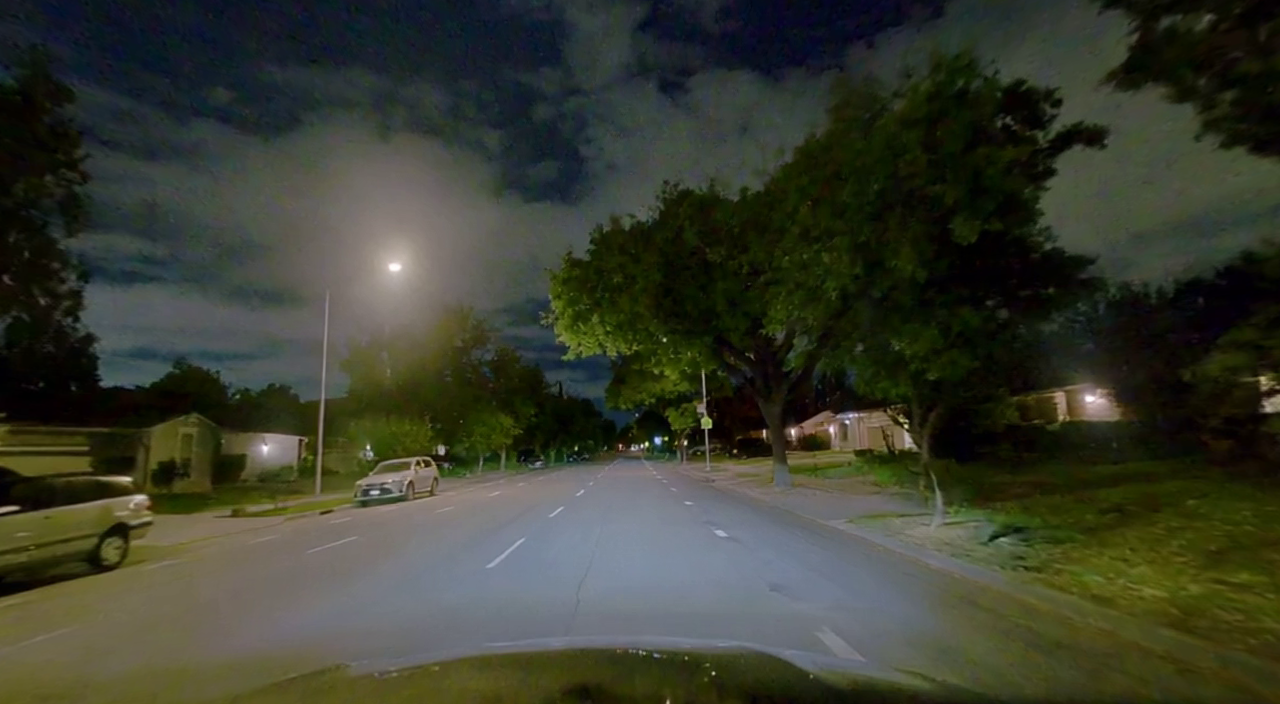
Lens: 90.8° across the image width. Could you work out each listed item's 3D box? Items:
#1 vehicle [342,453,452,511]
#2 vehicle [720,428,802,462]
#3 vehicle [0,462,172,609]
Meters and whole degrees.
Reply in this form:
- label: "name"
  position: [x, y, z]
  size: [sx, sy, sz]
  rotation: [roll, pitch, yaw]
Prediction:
- label: "vehicle"
  position: [-7.848, 4.187, 20.855]
  size: [1.919, 1.492, 4.547]
  rotation: [-5, -9, -2]
- label: "vehicle"
  position: [8.451, 6.542, 44.362]
  size: [5.221, 1.958, 1.992]
  rotation: [-4, -9, -1]
- label: "vehicle"
  position: [-7.589, 2.018, 6.729]
  size: [1.899, 1.467, 4.466]
  rotation: [-5, -9, -1]
